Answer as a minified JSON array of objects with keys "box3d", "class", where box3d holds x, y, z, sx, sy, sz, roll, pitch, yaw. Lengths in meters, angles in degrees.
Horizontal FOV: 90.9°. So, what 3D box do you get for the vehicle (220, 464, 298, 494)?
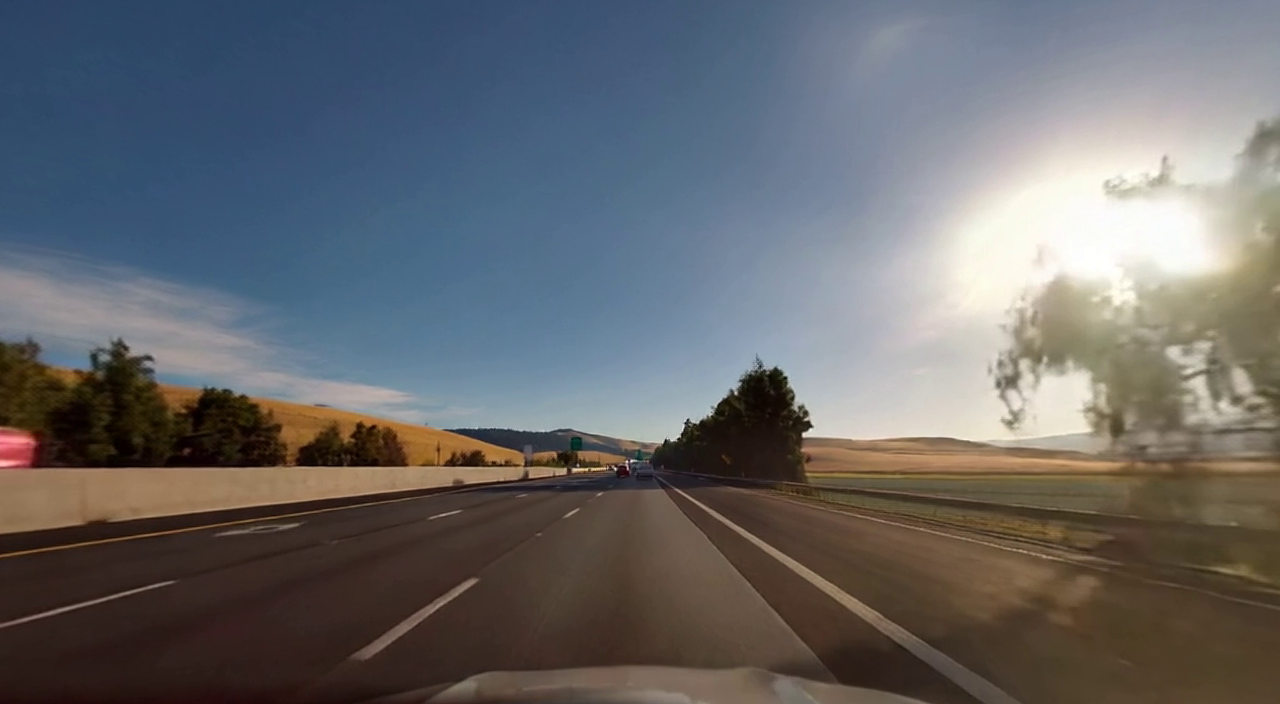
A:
[{"box3d":[-22.123,7.408,36.802,1.817,1.600,4.132,1,-10,1],"class":"vehicle"}]
